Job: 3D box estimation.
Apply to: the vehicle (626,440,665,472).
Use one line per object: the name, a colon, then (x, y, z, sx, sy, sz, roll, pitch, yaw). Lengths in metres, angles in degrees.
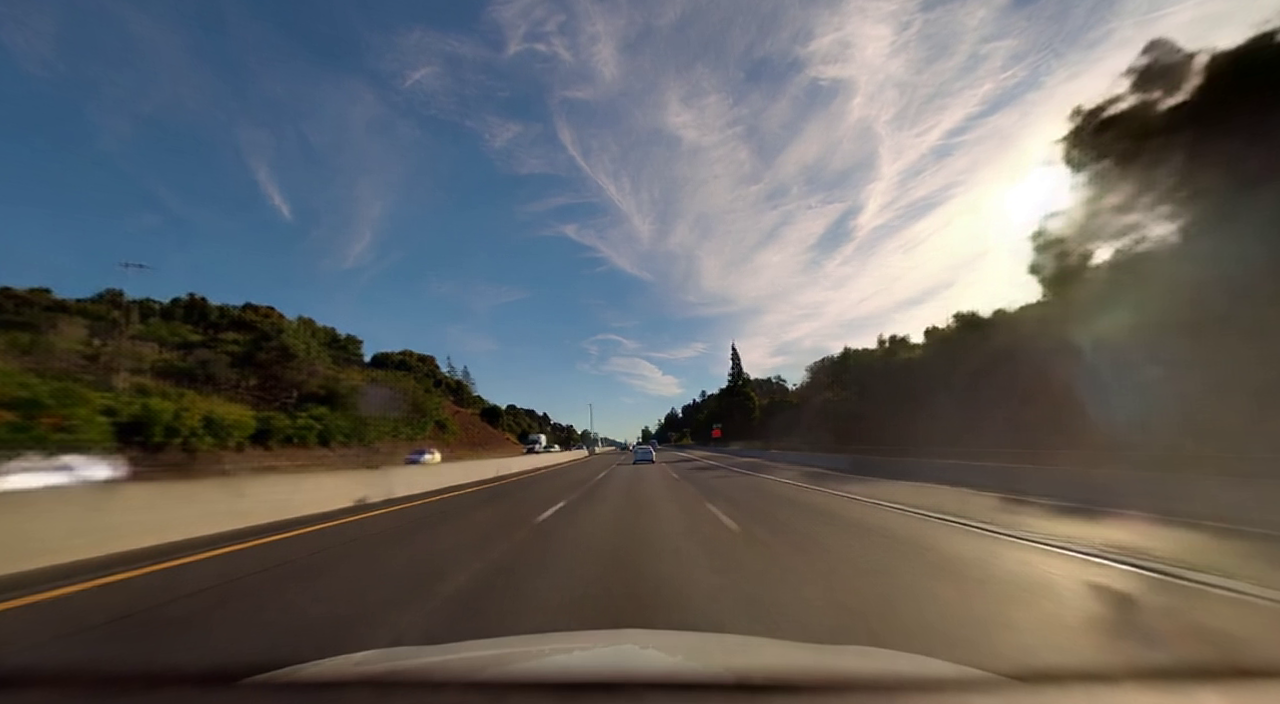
vehicle: (0.335, 6.426, 39.046, 2.247, 1.825, 4.036, -1, -9, 0)

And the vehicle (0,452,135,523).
vehicle: (-15.323, 3.340, 15.864, 1.898, 1.564, 3.965, -1, -9, 0)
